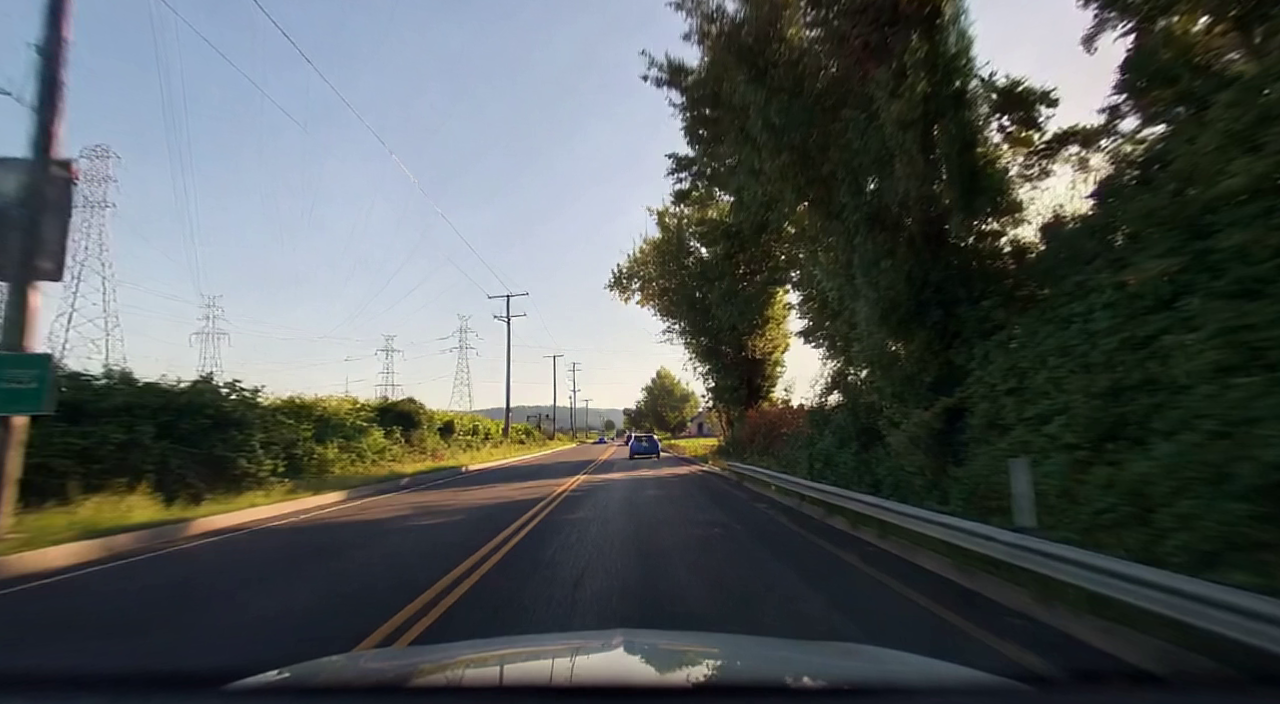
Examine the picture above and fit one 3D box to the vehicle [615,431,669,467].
[{"bbox_3d":[0.042,4.311,28.198,2.241,1.471,3.829,0,-8,-1],"label":"vehicle"}]
